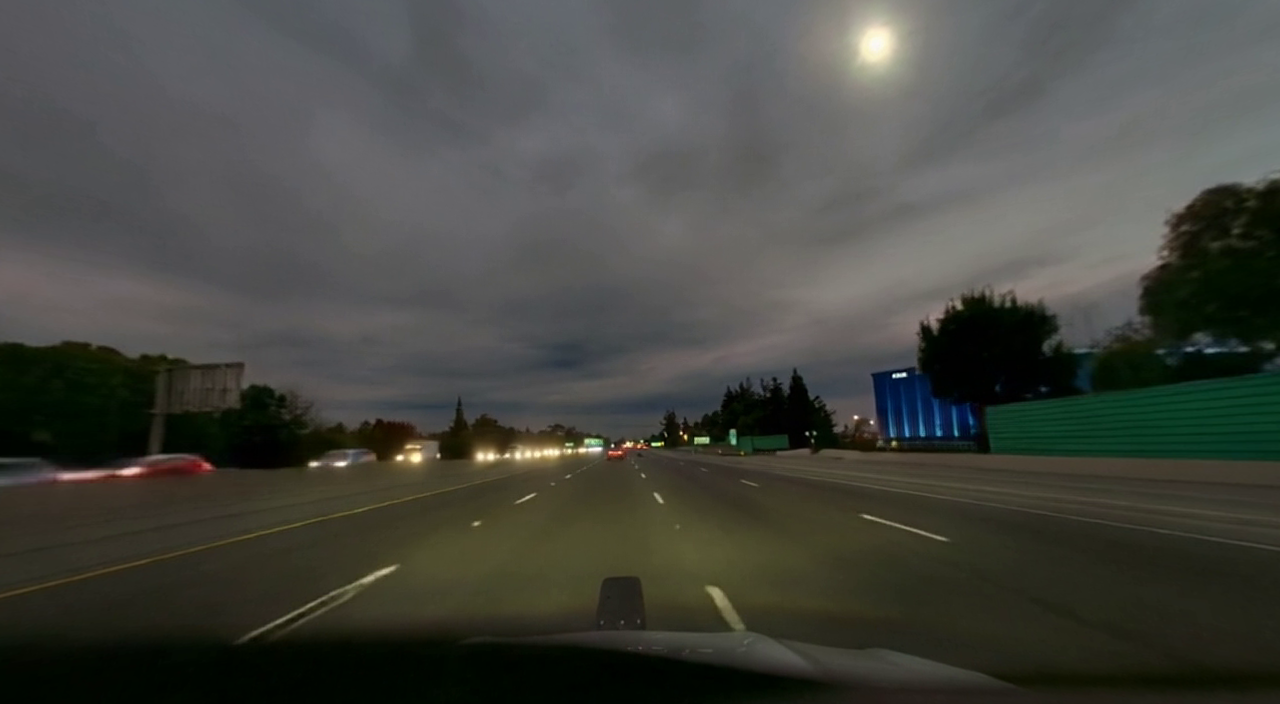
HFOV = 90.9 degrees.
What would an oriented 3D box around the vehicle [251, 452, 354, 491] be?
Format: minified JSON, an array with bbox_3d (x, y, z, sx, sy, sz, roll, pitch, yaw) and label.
[{"bbox_3d":[-13.560,4.798,25.648,1.868,1.426,4.366,0,-9,-1],"label":"vehicle"}]

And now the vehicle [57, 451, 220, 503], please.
[{"bbox_3d":[-17.295,4.288,22.113,1.901,1.605,4.654,0,-9,-1],"label":"vehicle"}]
